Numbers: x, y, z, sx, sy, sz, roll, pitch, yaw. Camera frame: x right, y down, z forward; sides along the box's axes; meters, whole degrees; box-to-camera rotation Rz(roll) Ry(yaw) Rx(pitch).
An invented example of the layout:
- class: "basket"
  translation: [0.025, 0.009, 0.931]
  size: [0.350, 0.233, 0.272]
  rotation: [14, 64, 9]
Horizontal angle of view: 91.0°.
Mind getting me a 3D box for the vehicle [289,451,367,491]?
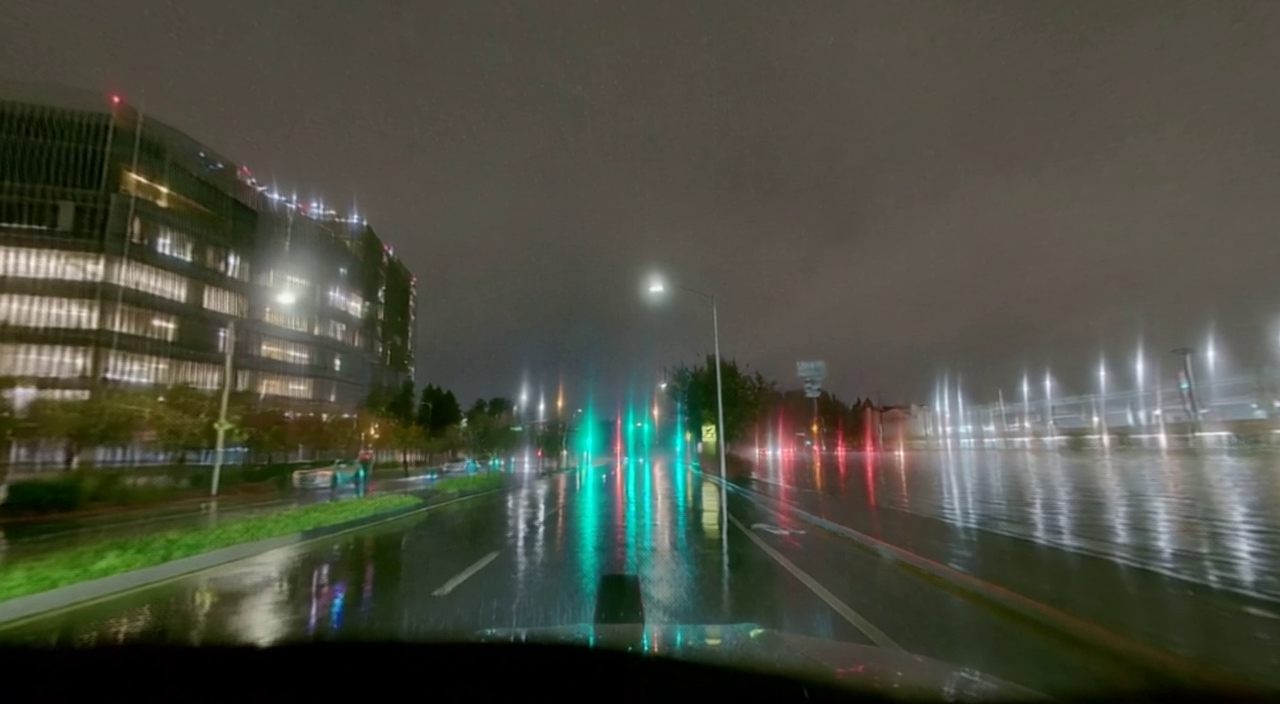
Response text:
- class: "vehicle"
  translation: [-18.501, 7.056, 37.662]
  size: [2.047, 1.914, 5.061]
  rotation: [-3, -7, 2]
